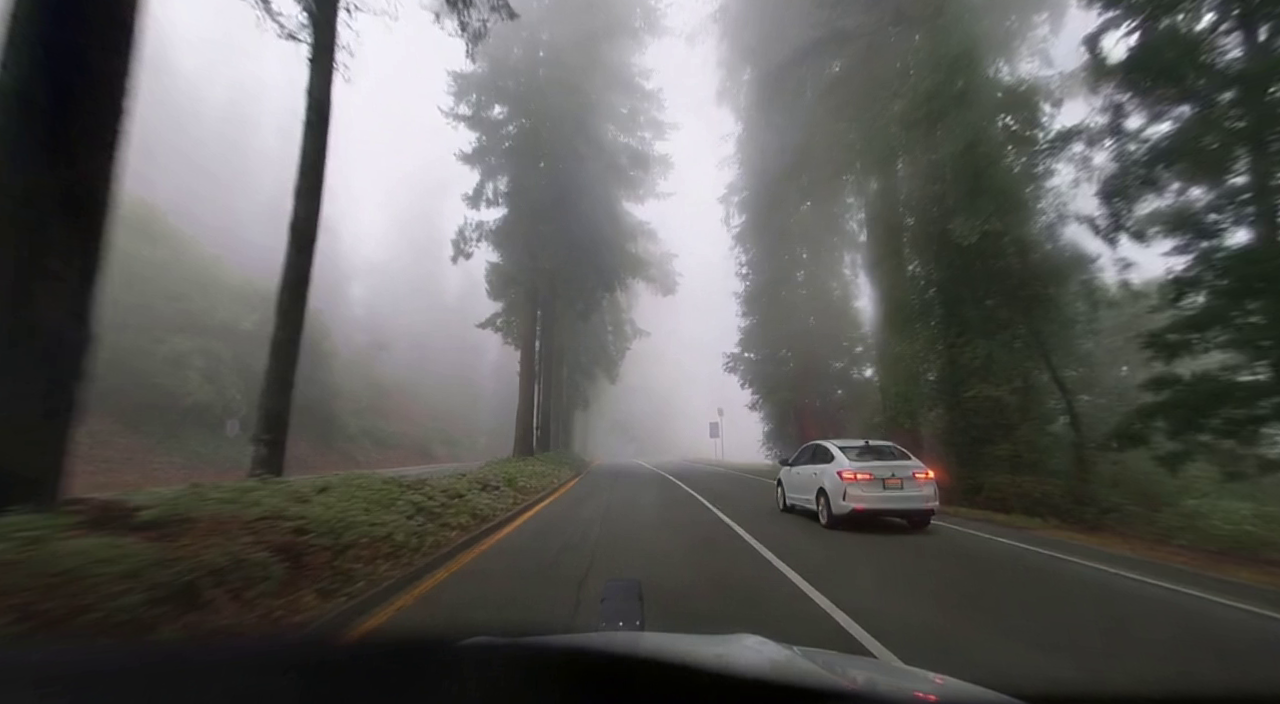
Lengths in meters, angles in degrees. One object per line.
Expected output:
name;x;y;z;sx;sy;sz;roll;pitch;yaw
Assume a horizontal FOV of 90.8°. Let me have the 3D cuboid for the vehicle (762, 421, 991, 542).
vehicle;3.596;2.069;10.762;2.060;1.584;4.592;0;-9;-1
